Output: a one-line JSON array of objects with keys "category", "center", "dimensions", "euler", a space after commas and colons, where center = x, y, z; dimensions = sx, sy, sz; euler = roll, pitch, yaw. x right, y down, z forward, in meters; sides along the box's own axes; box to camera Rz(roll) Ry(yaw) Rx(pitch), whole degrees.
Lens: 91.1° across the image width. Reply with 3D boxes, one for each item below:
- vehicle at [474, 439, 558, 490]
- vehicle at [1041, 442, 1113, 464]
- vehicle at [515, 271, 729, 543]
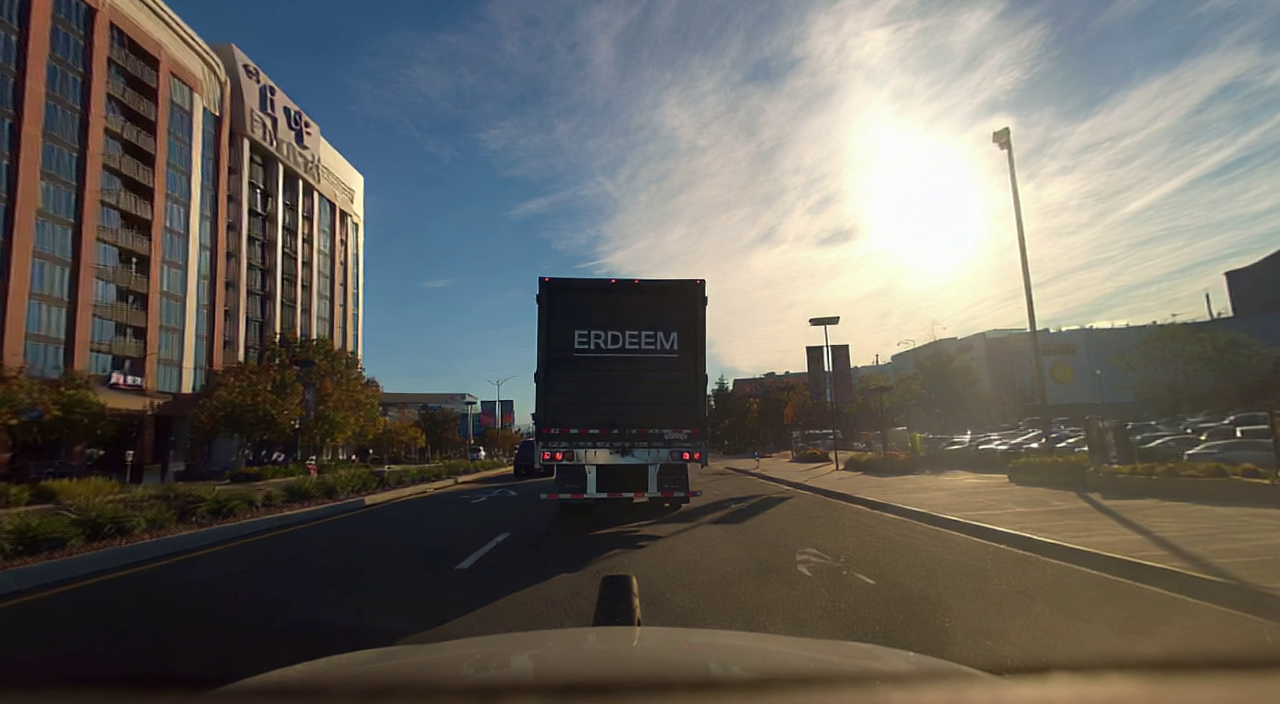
[{"category": "vehicle", "center": [-3.926, 3.606, 20.547], "dimensions": [1.957, 1.462, 3.878], "euler": [0, -8, 0]}, {"category": "vehicle", "center": [31.356, 7.219, 45.186], "dimensions": [1.652, 1.423, 3.797], "euler": [5, -9, -35]}, {"category": "vehicle", "center": [-0.174, 1.334, 13.310], "dimensions": [2.876, 3.724, 9.351], "euler": [0, -8, 1]}]
